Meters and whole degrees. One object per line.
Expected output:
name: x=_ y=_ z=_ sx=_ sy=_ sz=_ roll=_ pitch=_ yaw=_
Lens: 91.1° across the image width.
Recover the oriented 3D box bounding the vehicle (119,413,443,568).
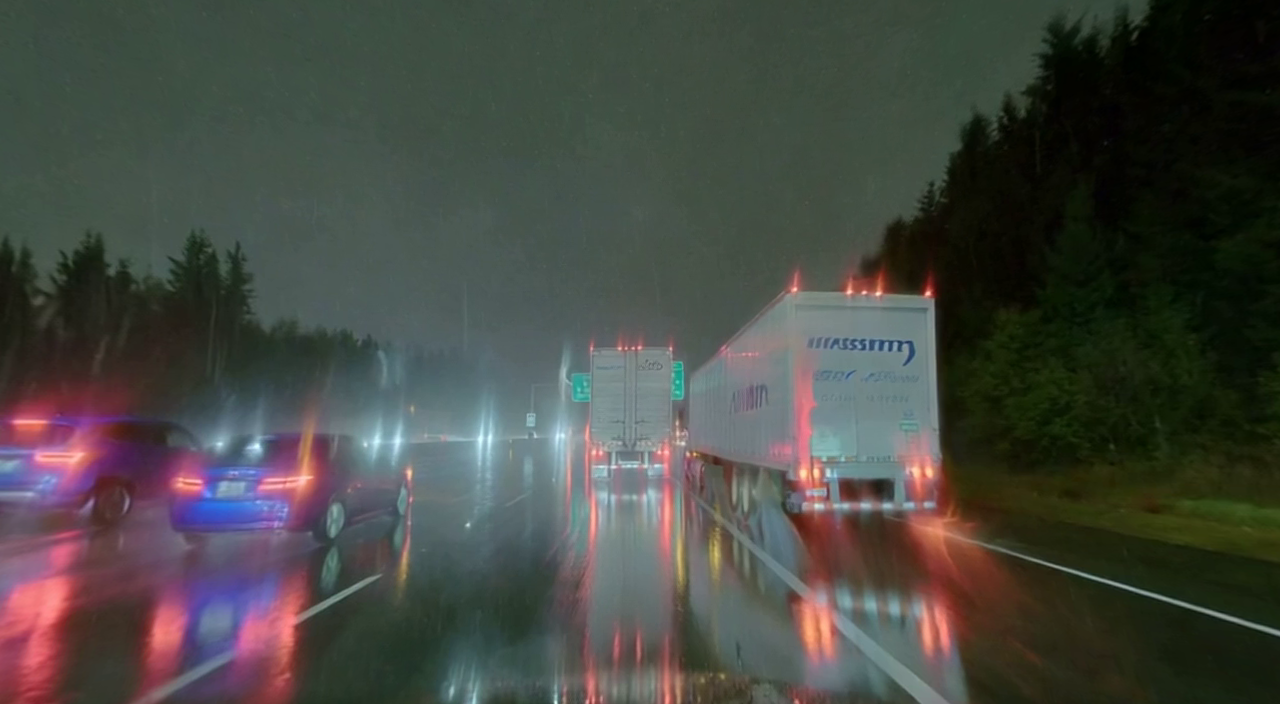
vehicle: x=-4.103 y=1.609 z=8.095 sx=1.933 sy=1.492 sz=3.838 roll=0 pitch=-8 yaw=-1

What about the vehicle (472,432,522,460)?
vehicle: x=-8.398 y=5.568 z=37.393 sx=1.976 sy=1.510 sz=4.604 roll=0 pitch=-8 yaw=-1

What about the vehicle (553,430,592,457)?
vehicle: x=-4.334 y=5.951 z=40.988 sx=2.104 sy=1.653 sz=4.302 roll=0 pitch=-8 yaw=0

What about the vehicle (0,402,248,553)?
vehicle: x=-7.936 y=1.667 z=9.035 sx=1.990 sy=1.654 sz=4.129 roll=0 pitch=-8 yaw=-1

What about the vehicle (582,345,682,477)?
vehicle: x=-0.329 y=2.532 z=25.036 sx=3.118 sy=4.106 sz=10.719 roll=0 pitch=-8 yaw=-1
